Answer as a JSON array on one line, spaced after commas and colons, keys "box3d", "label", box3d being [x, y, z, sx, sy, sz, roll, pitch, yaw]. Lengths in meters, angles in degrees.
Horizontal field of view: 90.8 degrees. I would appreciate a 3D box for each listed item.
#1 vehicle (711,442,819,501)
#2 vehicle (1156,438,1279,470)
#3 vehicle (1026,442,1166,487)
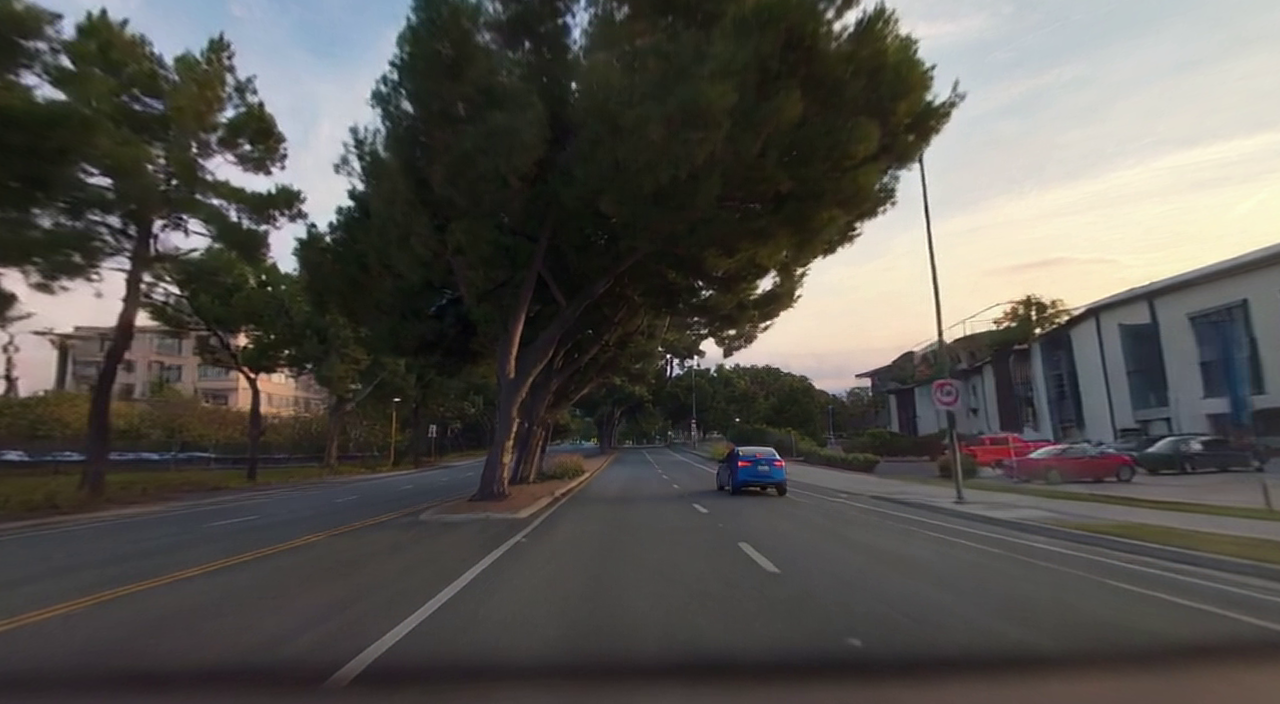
[{"box3d": [3.448, 3.393, 18.391, 2.114, 1.493, 4.430, 0, -9, -2], "label": "vehicle"}, {"box3d": [32.804, 5.755, 35.669, 5.237, 1.724, 2.398, 1, -9, -3], "label": "vehicle"}, {"box3d": [19.498, 4.861, 27.141, 4.418, 1.418, 1.873, -4, -14, -2], "label": "vehicle"}]
